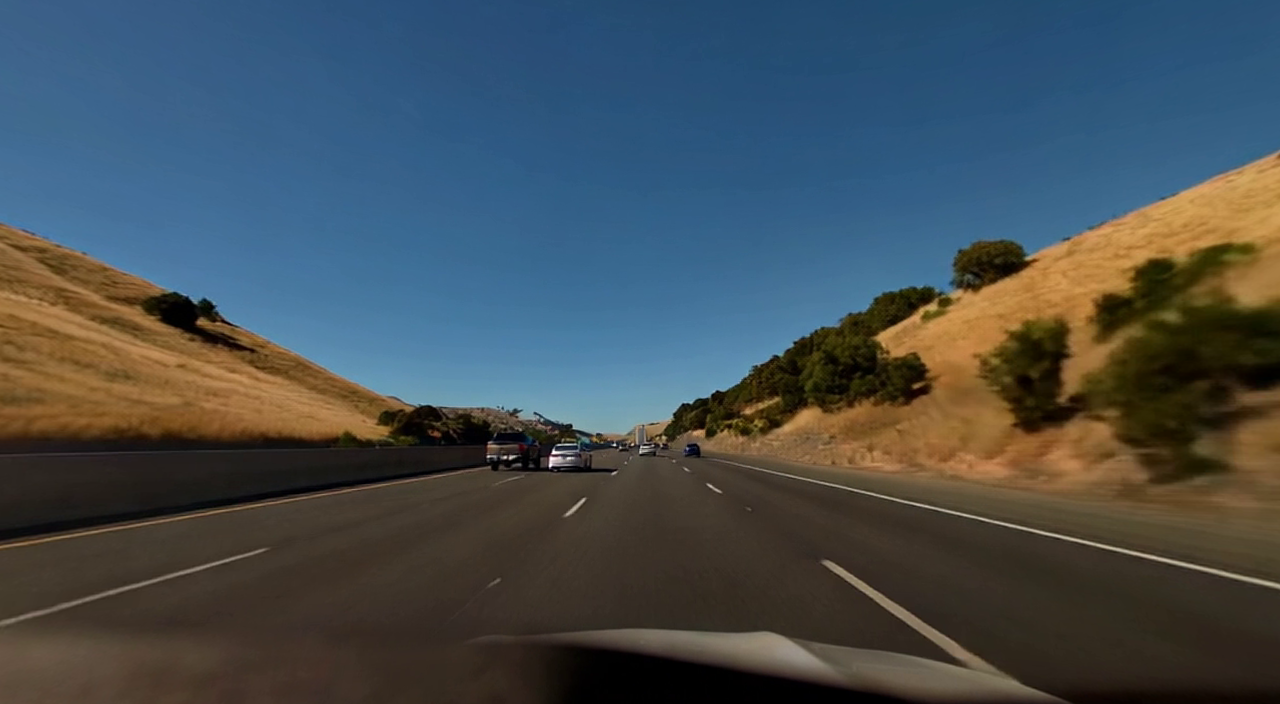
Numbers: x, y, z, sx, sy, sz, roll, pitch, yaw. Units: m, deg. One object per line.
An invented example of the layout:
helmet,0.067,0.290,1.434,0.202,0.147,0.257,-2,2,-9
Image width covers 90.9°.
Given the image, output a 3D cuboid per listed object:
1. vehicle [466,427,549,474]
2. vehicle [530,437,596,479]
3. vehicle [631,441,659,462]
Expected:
vehicle,-6.404,4.877,31.459,2.589,2.063,6.206,0,-8,2
vehicle,-3.040,4.326,25.916,2.091,1.552,4.516,0,-8,1
vehicle,0.399,7.622,48.524,2.031,1.566,3.904,0,-8,1
